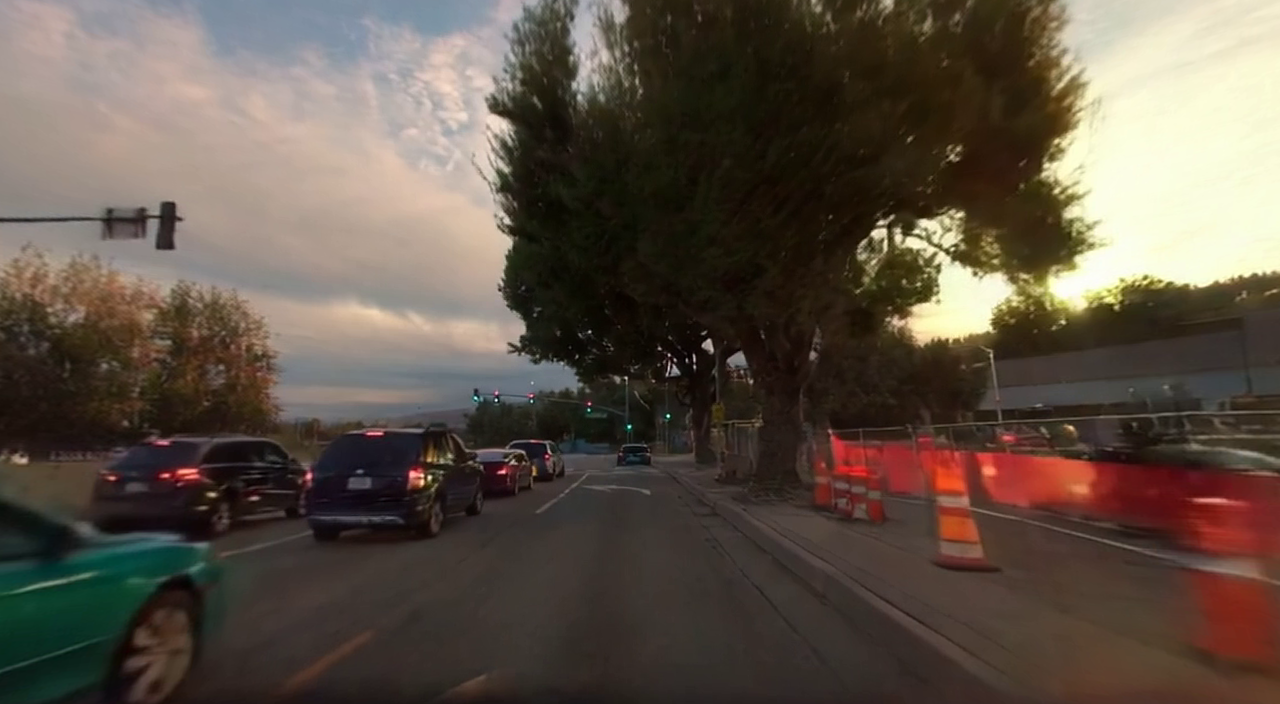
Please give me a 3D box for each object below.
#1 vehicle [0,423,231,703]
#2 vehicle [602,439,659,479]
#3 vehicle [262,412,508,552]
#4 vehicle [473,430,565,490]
[{"bbox_3d":[-3.242,0.889,1.329,2.042,1.441,4.172,-2,-9,-1],"label":"vehicle"},{"bbox_3d":[-0.353,4.451,26.405,2.183,1.506,4.286,0,-9,0],"label":"vehicle"},{"bbox_3d":[-3.997,2.138,11.093,2.236,1.886,4.792,0,-9,1],"label":"vehicle"},{"bbox_3d":[-4.107,3.787,22.432,2.240,1.844,5.043,0,-9,0],"label":"vehicle"}]
